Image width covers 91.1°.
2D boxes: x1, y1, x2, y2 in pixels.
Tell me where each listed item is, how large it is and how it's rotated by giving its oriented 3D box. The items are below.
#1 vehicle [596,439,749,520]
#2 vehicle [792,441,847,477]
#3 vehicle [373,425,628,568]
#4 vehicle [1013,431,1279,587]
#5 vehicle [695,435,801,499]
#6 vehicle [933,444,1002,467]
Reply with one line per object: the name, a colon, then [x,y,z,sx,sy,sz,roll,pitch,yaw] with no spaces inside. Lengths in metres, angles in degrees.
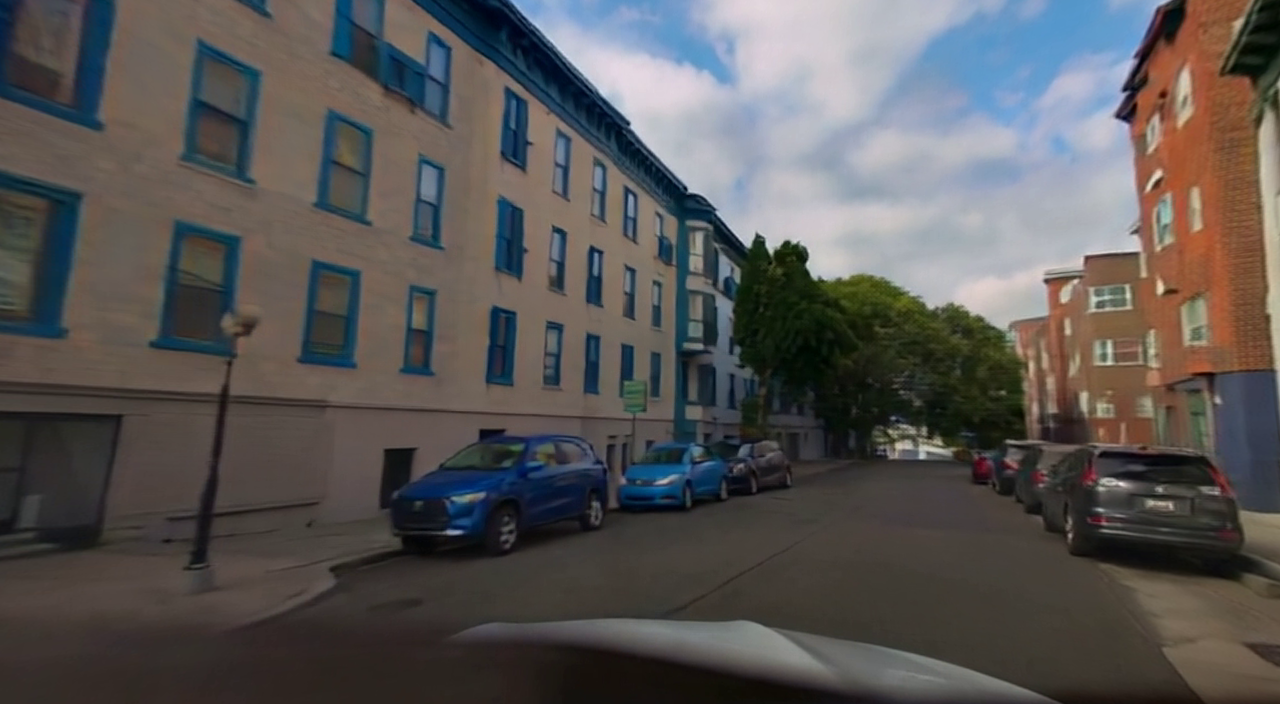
vehicle: [0.894,2.645,13.811,1.830,1.427,4.294,-4,-8,25]
vehicle: [8.562,5.016,29.796,1.840,1.493,3.761,-4,-8,25]
vehicle: [-1.667,1.802,8.706,1.719,1.519,3.414,-3,-8,23]
vehicle: [6.753,1.950,8.923,1.883,1.615,4.234,-3,-8,23]
vehicle: [3.290,3.257,18.495,1.942,1.629,4.302,-4,-8,25]
vehicle: [22.373,7.089,43.095,3.657,1.475,1.930,-1,-8,5]
